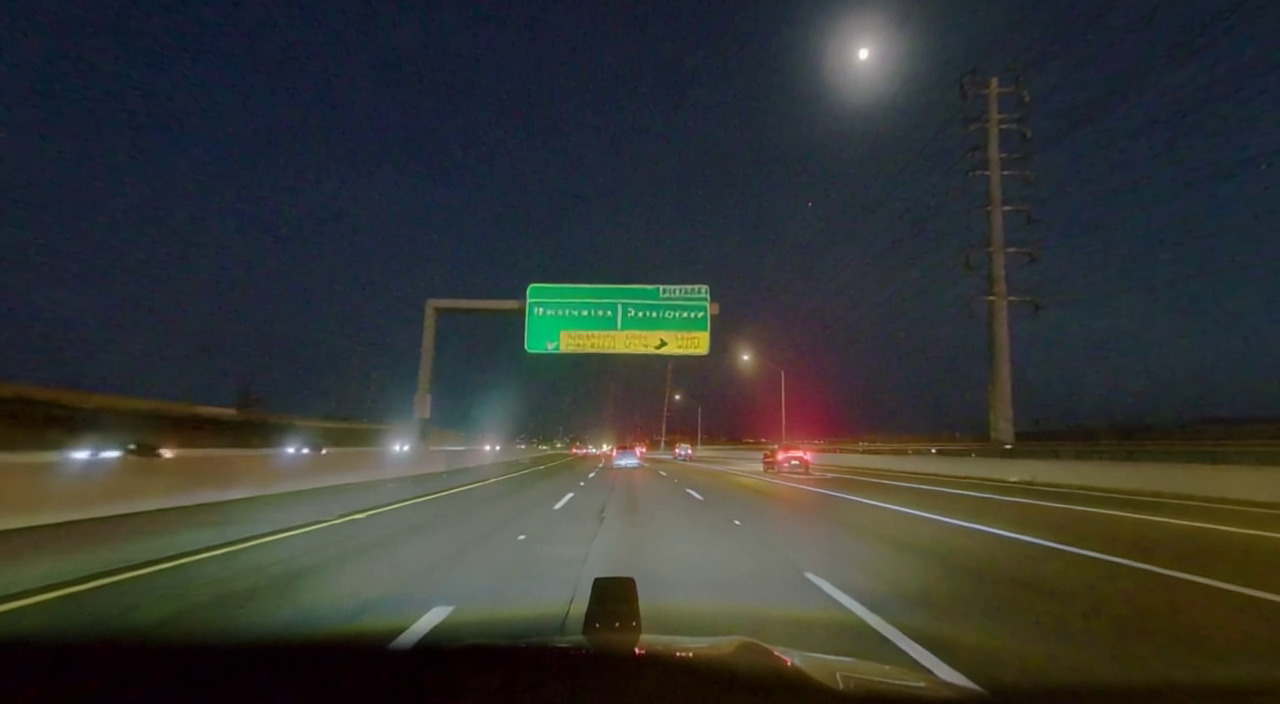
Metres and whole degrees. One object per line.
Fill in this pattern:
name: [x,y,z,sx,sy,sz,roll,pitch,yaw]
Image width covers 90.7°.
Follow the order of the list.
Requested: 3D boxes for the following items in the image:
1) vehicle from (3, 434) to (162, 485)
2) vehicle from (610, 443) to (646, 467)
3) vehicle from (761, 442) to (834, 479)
vehicle: [-20.355,3.935,23.424,1.901,1.689,4.398,0,-9,-2]
vehicle: [-0.825,6.626,40.825,2.109,1.489,4.027,0,-9,-4]
vehicle: [6.670,4.626,27.234,1.876,1.451,4.154,0,-9,-3]
